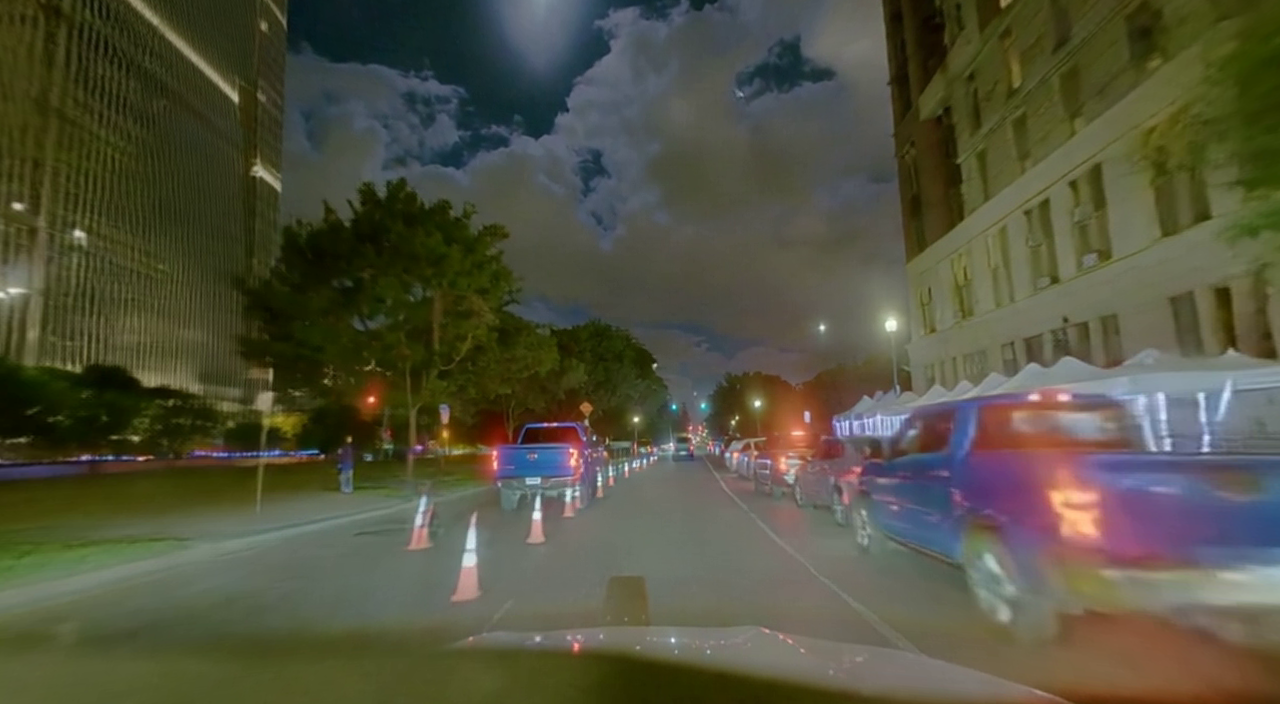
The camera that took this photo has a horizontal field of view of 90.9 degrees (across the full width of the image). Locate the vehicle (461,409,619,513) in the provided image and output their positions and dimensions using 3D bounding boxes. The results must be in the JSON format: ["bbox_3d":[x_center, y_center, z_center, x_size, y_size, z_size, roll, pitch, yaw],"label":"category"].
[{"bbox_3d":[-1.995,2.470,14.805,2.452,1.954,5.653,0,-8,4],"label":"vehicle"}]

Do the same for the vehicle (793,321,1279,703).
[{"bbox_3d":[2.925,1.075,5.309,2.186,1.800,4.723,0,-8,2],"label":"vehicle"}]

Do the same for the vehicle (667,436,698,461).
[{"bbox_3d":[3.199,7.301,47.661,2.183,1.784,4.317,-1,-8,4],"label":"vehicle"}]

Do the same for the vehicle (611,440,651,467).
[{"bbox_3d":[-0.492,6.088,37.974,1.895,1.489,4.328,-1,-8,6],"label":"vehicle"}]
